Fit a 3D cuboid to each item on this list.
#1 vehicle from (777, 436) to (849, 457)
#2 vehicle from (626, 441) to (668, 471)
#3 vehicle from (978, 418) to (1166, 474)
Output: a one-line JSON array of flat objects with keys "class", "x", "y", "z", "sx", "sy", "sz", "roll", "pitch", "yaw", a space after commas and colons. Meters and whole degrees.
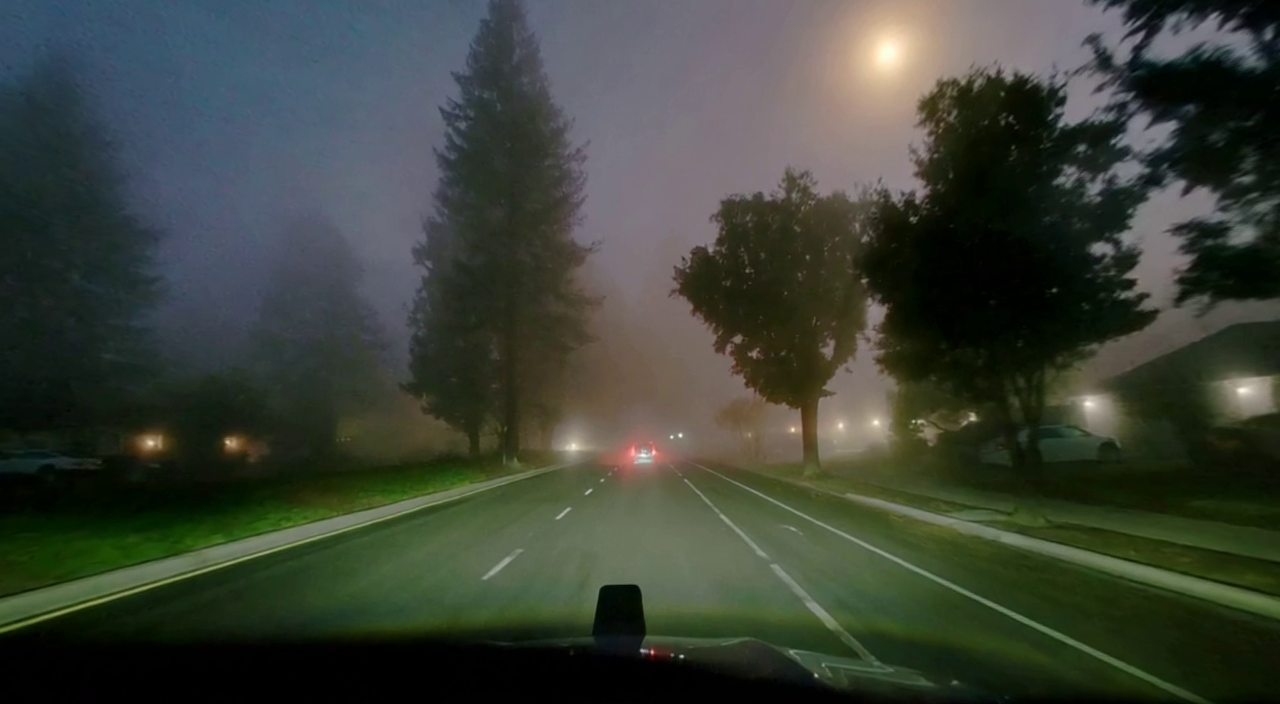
[{"class": "vehicle", "x": 12.739, "y": 6.962, "z": 46.370, "sx": 4.787, "sy": 1.494, "sz": 1.887, "roll": 0, "pitch": -8, "yaw": 0}, {"class": "vehicle", "x": 0.368, "y": 5.501, "z": 33.355, "sx": 2.054, "sy": 1.456, "sz": 4.003, "roll": 0, "pitch": -8, "yaw": 1}, {"class": "vehicle", "x": 13.577, "y": 2.952, "z": 19.962, "sx": 4.447, "sy": 1.519, "sz": 1.955, "roll": -2, "pitch": -6, "yaw": 1}]
